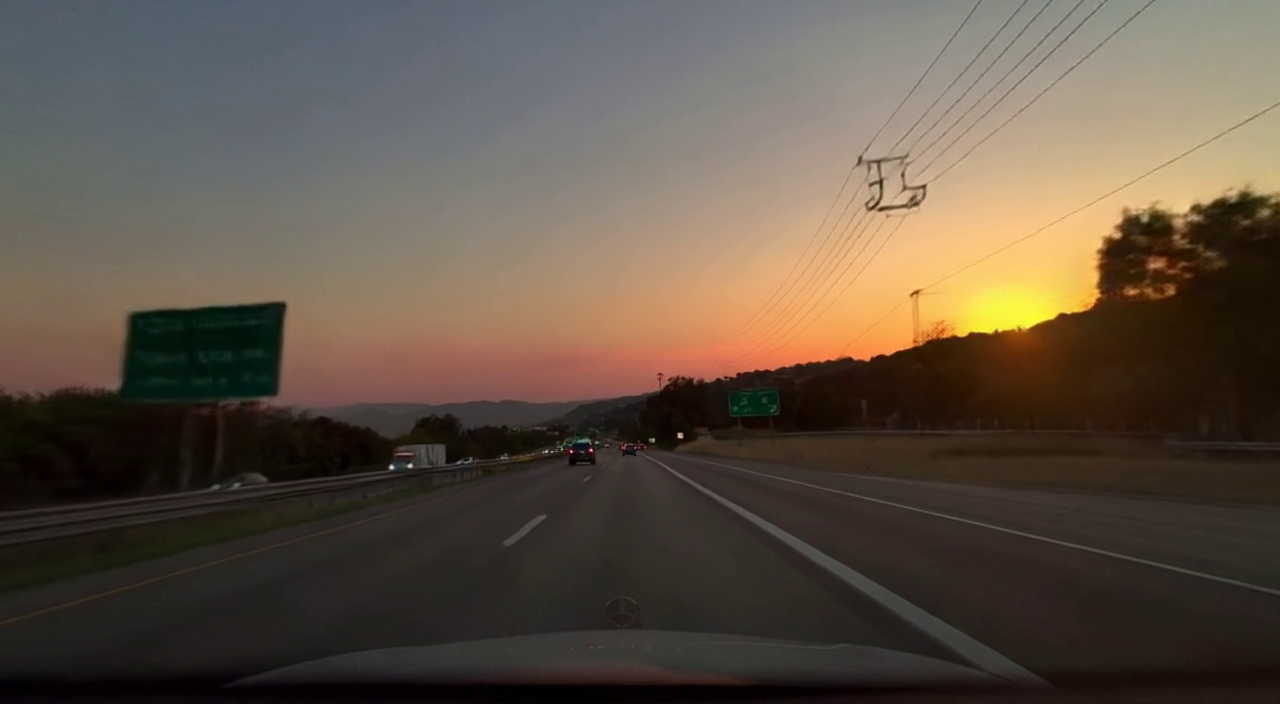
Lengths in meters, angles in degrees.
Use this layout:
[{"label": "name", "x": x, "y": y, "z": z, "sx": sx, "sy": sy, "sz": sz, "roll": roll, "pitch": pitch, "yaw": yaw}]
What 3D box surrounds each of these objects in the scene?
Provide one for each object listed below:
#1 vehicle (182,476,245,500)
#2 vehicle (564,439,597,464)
[{"label": "vehicle", "x": -33.174, "y": 10.583, "z": 49.269, "sx": 1.801, "sy": 1.522, "sz": 4.587, "roll": 0, "pitch": -8, "yaw": -1}, {"label": "vehicle", "x": -4.497, "y": 7.611, "z": 48.463, "sx": 2.130, "sy": 1.823, "sz": 4.761, "roll": 0, "pitch": -8, "yaw": 0}]
